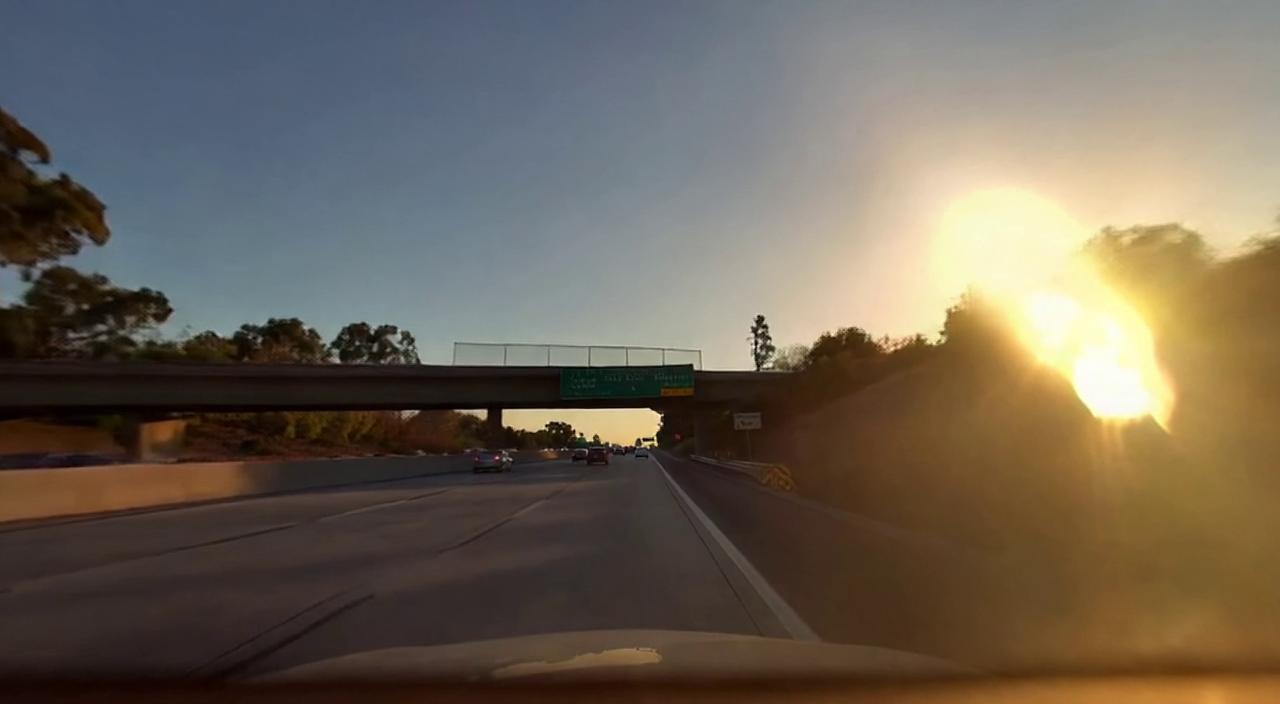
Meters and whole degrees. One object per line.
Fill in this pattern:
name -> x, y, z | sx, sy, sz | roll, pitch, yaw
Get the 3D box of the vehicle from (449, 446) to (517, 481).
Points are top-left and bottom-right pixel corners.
vehicle -> -7.401, 5.309, 30.216 | 2.002, 1.507, 4.631 | 0, -9, 1
